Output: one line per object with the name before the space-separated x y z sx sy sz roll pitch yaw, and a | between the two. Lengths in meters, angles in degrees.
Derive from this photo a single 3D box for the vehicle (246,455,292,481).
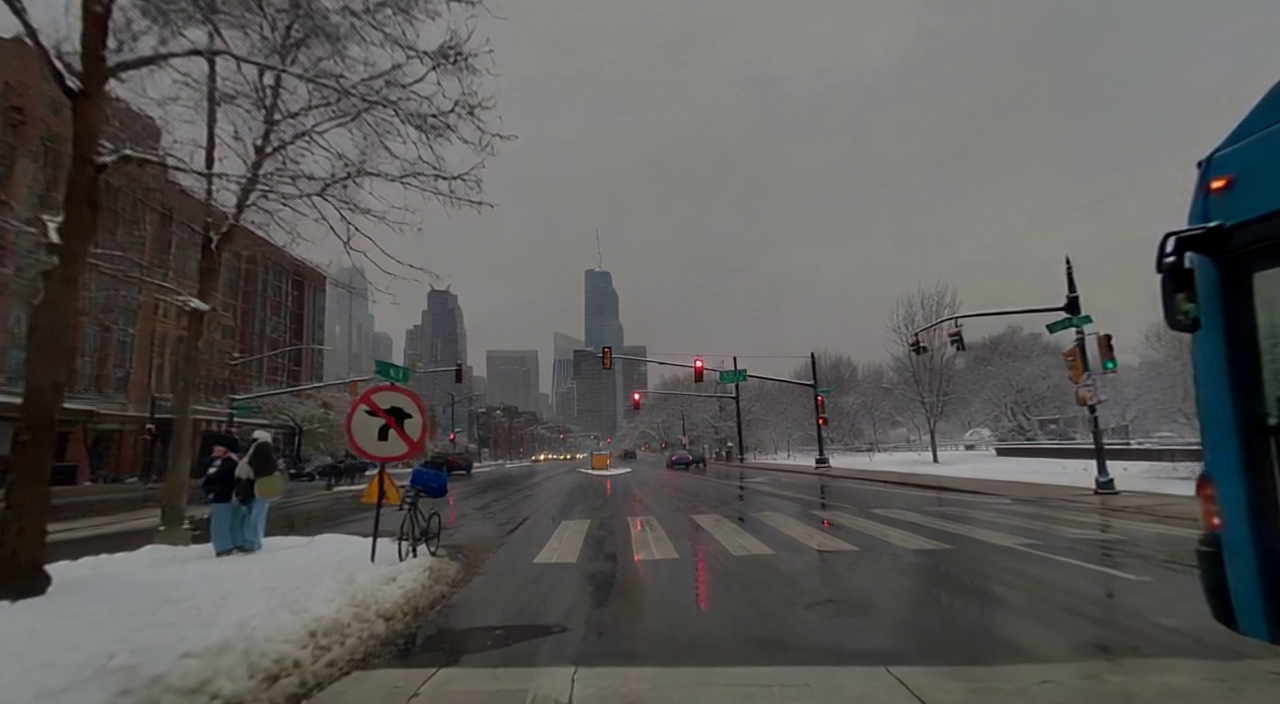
vehicle | -28.635 8.869 48.652 2.199 1.838 4.222 7 -11 -40

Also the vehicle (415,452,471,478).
vehicle | -12.566 7.118 40.118 2.123 1.544 4.158 6 -11 -36
